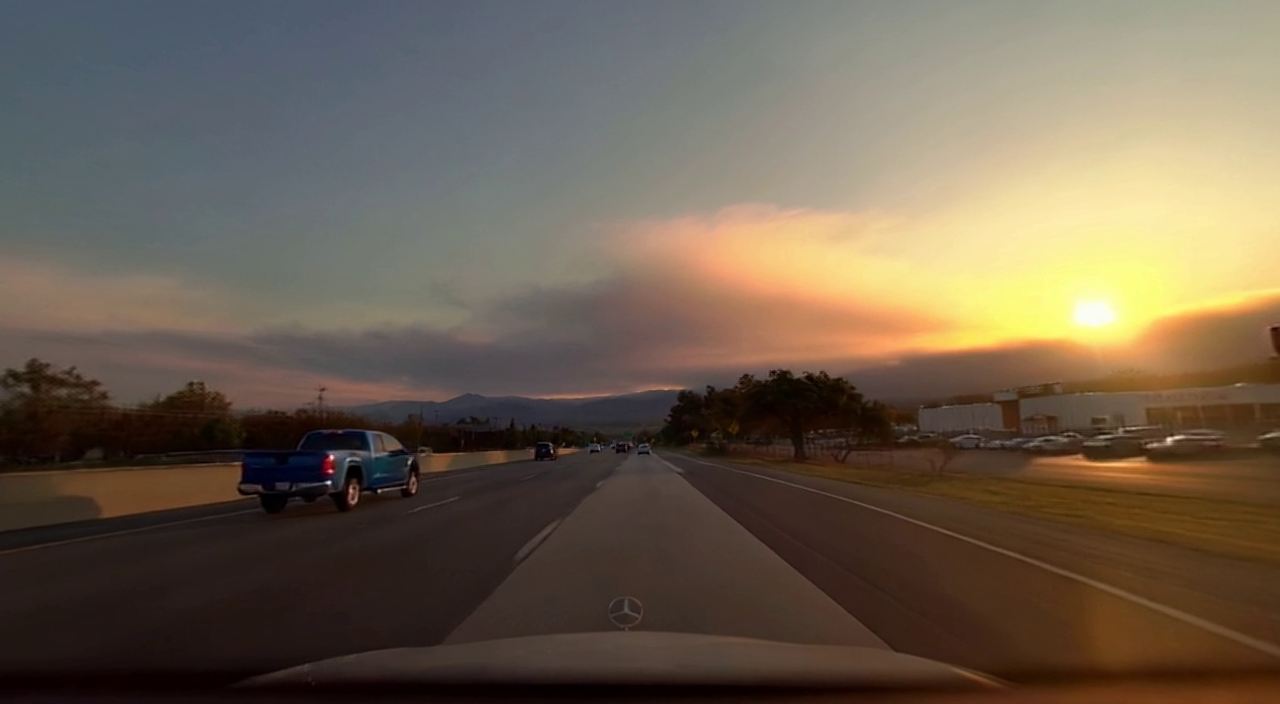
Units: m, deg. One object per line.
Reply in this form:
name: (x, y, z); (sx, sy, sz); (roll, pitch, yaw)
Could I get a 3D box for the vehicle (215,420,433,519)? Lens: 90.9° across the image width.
vehicle: (-7.118, 2.713, 15.258); (2.156, 1.911, 5.956); (0, -8, 1)

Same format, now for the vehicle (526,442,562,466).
vehicle: (-7.382, 7.846, 48.693); (2.021, 1.699, 4.324); (0, -8, 1)
